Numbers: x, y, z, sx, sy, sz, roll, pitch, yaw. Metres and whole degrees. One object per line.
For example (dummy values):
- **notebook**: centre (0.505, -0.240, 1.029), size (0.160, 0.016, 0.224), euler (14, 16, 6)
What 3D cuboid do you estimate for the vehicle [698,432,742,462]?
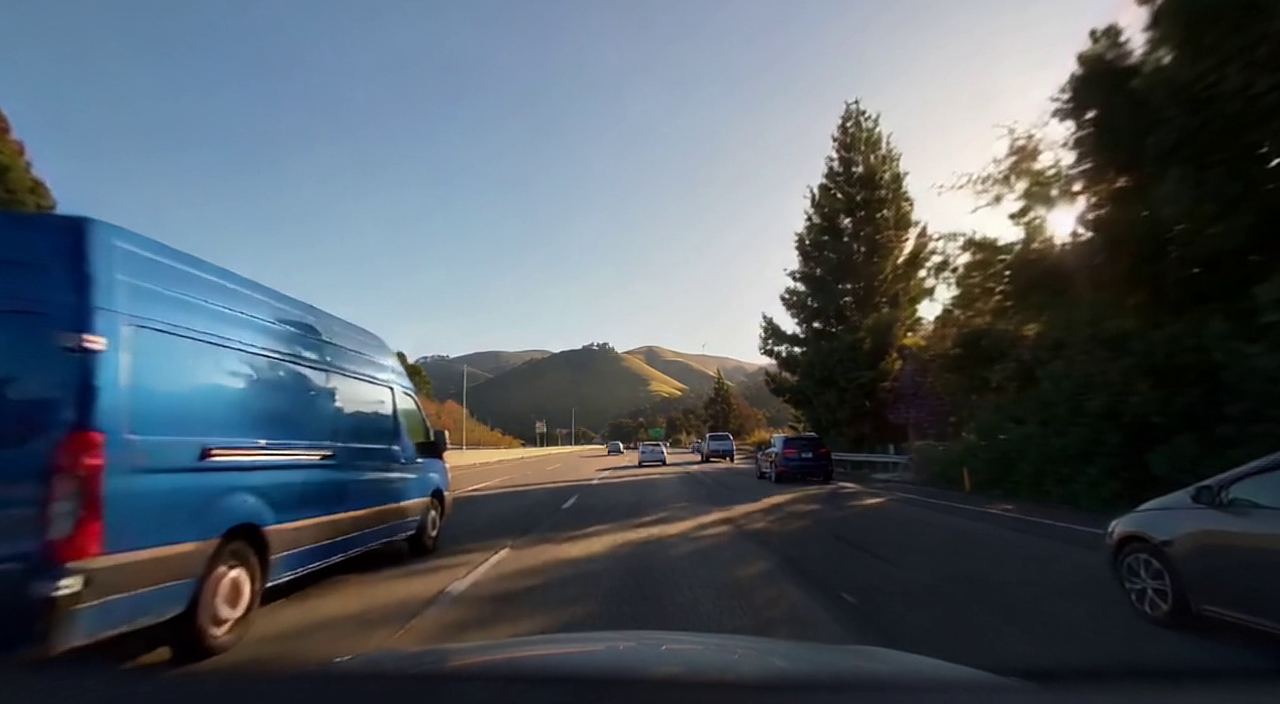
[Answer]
- **vehicle**: centre (5.305, 6.406, 42.554), size (2.229, 1.837, 4.710), euler (-1, -9, -2)

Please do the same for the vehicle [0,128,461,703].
- **vehicle**: centre (-3.597, 0.772, 5.452), size (2.396, 2.664, 5.735), euler (-1, -9, 0)

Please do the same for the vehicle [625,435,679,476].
- **vehicle**: centre (0.451, 4.245, 25.902), size (2.054, 1.504, 3.890), euler (-1, -9, 0)

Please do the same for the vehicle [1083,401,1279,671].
- **vehicle**: centre (4.613, 0.899, 2.793), size (2.050, 1.491, 4.362), euler (-1, -9, -1)

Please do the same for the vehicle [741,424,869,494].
- **vehicle**: centre (4.378, 2.930, 17.539), size (2.270, 1.660, 4.101), euler (-1, -9, -2)
